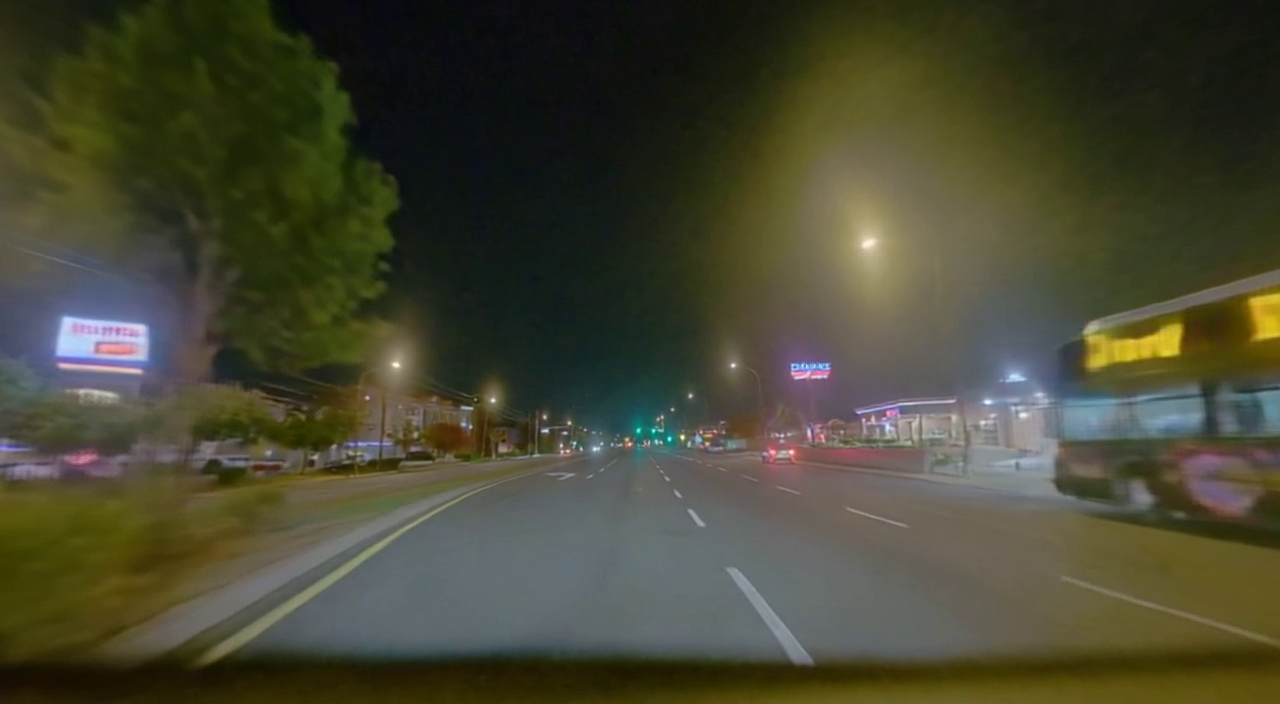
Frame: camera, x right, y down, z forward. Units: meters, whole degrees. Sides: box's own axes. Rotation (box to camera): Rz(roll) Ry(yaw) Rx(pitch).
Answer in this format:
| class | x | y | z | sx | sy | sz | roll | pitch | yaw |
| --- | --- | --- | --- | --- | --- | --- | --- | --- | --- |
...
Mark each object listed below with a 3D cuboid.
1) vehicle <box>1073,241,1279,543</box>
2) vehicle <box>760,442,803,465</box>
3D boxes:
| class | x | y | z | sx | sy | sz | roll | pitch | yaw |
| --- | --- | --- | --- | --- | --- | --- | --- | --- | --- |
| vehicle | 9.830 | 0.428 | 7.588 | 3.017 | 3.888 | 8.508 | 0 | -8 | -1 |
| vehicle | 10.069 | 7.257 | 45.309 | 1.886 | 1.556 | 4.513 | 0 | -8 | -2 |
